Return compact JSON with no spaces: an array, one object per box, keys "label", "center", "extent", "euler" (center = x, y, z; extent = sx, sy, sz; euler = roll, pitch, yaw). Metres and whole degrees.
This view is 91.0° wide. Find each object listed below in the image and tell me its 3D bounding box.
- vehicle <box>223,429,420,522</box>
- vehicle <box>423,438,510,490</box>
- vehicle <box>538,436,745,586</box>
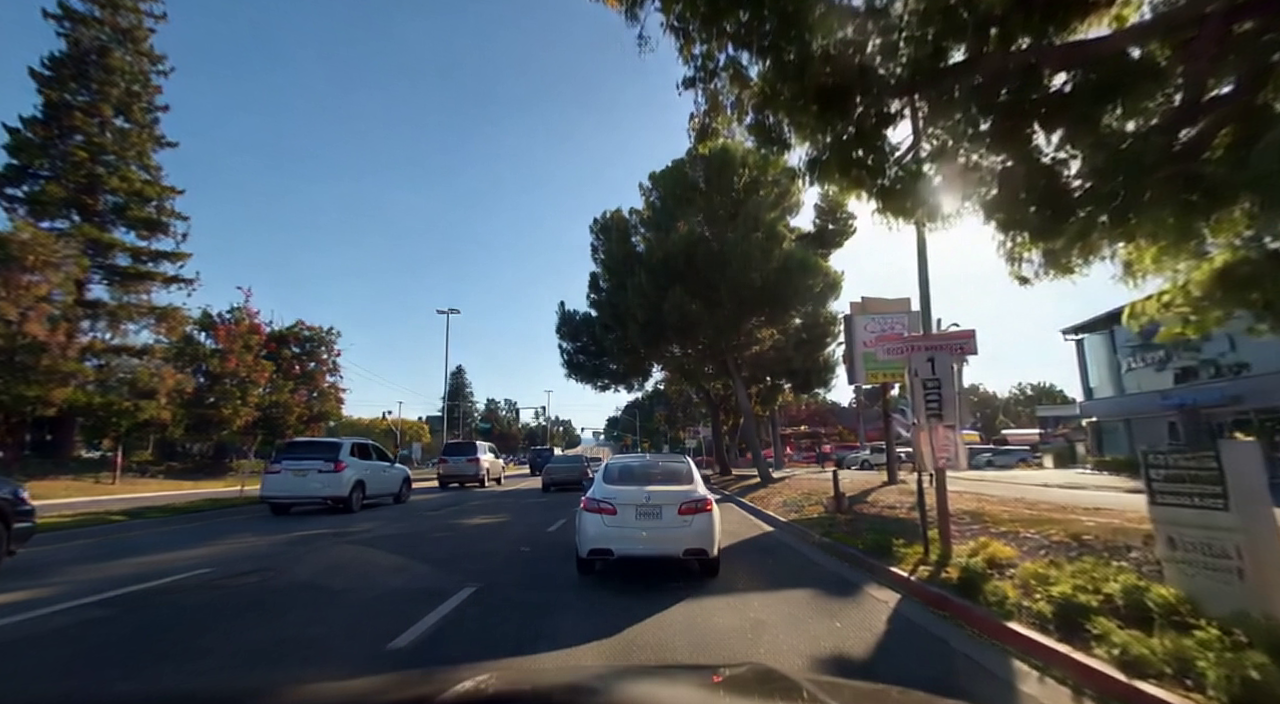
[{"label":"vehicle","center":[-6.955,2.731,14.491],"extent":[2.032,1.767,4.549],"euler":[0,-9,2]},{"label":"vehicle","center":[-6.793,4.425,25.261],"extent":[2.130,1.900,4.470],"euler":[0,-9,1]},{"label":"vehicle","center":[0.056,1.906,8.397],"extent":[2.091,1.494,3.962],"euler":[0,-9,1]}]
